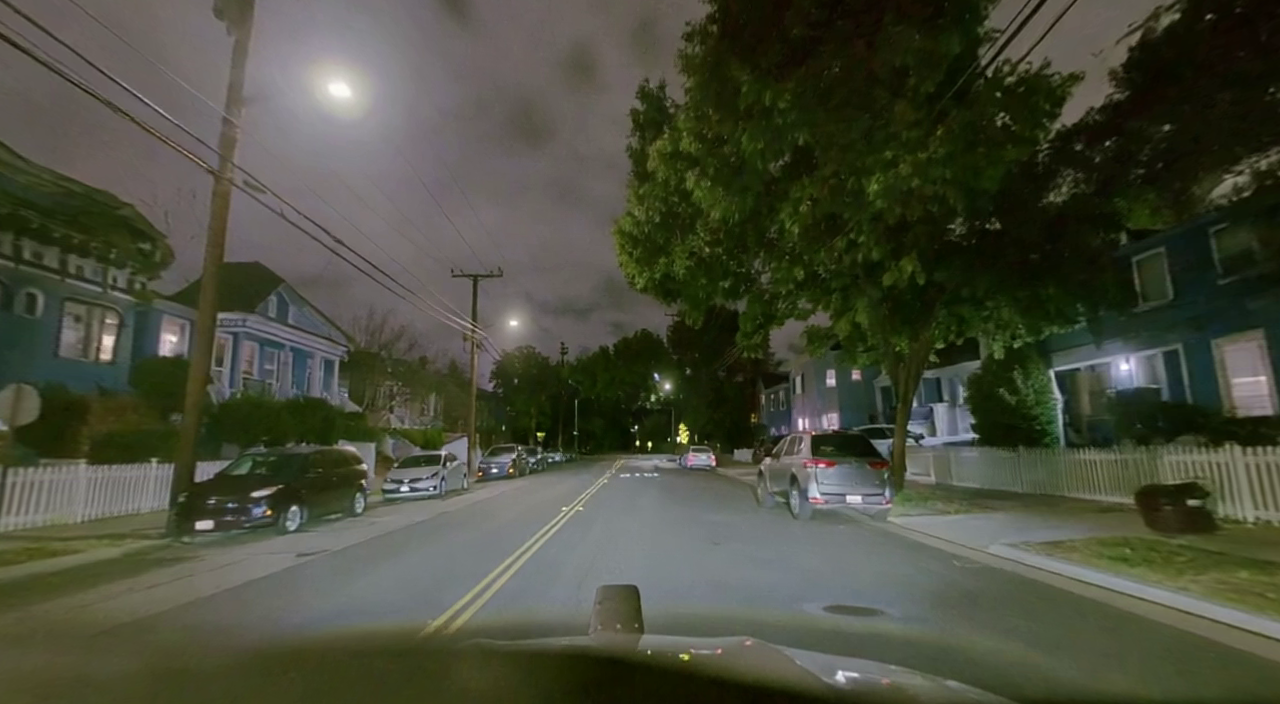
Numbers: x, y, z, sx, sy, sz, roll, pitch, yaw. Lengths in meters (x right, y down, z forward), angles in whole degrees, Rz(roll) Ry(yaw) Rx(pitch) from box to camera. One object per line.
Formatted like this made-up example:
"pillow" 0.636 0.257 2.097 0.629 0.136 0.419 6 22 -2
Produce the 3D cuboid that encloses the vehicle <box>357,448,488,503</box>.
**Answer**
"vehicle" -6.460 3.697 19.392 2.211 1.469 4.380 -1 -9 4

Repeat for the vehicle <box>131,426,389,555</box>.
"vehicle" -6.525 2.389 11.644 2.194 1.798 4.402 -2 -8 -3

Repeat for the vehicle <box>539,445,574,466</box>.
"vehicle" -6.433 8.022 49.054 2.056 1.481 4.451 0 -9 1

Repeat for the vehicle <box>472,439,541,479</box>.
"vehicle" -6.406 5.218 31.043 2.136 1.757 5.365 0 -9 1

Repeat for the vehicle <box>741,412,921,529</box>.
"vehicle" 3.502 2.284 12.619 2.114 1.909 4.266 0 -9 -2

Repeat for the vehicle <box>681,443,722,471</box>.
"vehicle" 3.598 6.311 38.057 1.963 1.536 5.446 0 -9 0
